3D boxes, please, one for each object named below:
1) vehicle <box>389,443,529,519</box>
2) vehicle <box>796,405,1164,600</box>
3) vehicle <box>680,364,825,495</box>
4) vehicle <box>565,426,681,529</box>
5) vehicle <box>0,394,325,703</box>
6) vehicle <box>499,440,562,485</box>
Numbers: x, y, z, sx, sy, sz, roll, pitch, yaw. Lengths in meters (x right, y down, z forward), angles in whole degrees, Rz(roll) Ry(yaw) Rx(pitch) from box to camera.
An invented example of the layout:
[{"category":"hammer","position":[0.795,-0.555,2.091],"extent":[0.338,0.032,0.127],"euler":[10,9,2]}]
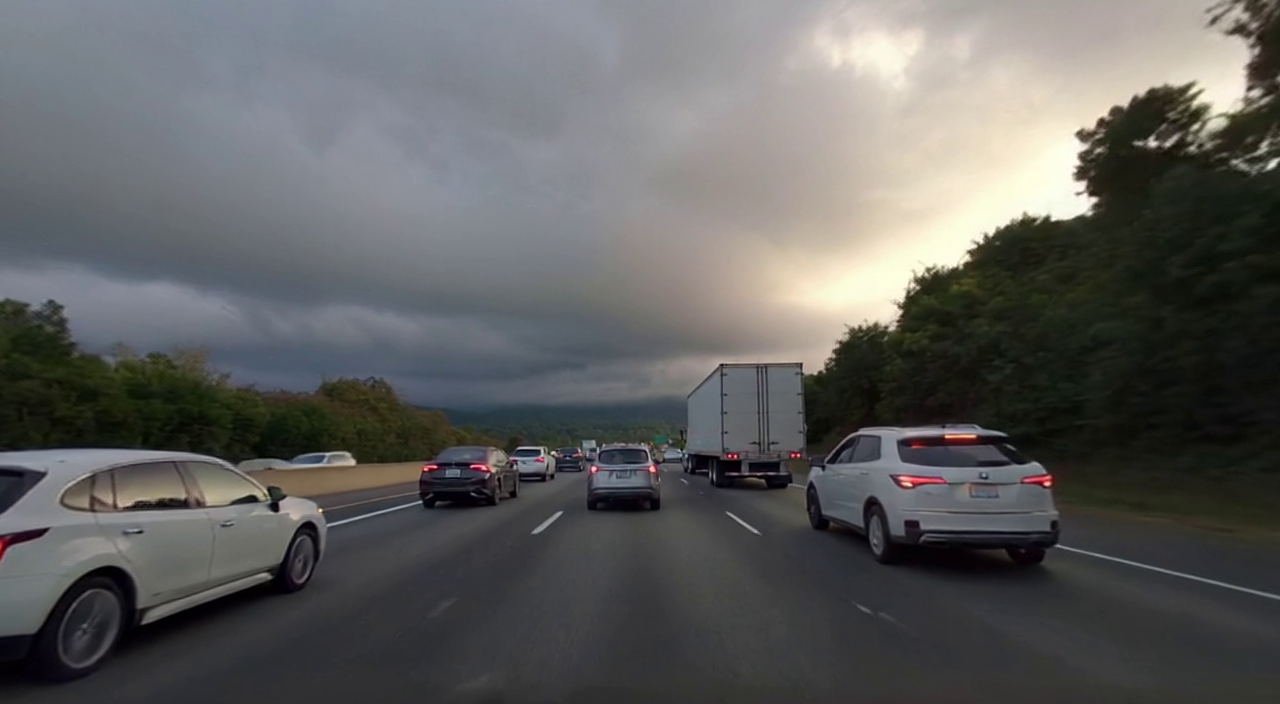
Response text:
[{"category":"vehicle","position":[-4.005,2.911,14.783],"extent":[1.923,1.503,4.293],"euler":[0,-9,1]},{"category":"vehicle","position":[3.665,1.728,8.109],"extent":[2.076,1.751,4.666],"euler":[0,-9,0]},{"category":"vehicle","position":[4.000,3.607,27.551],"extent":[3.186,4.111,15.553],"euler":[0,-9,-1]},{"category":"vehicle","position":[-0.309,2.558,13.345],"extent":[2.037,1.792,4.194],"euler":[0,-9,0]},{"category":"vehicle","position":[-4.283,1.259,4.728],"extent":[1.789,1.620,3.841],"euler":[0,-9,0]},{"category":"vehicle","position":[-4.648,4.743,27.231],"extent":[1.959,1.808,3.790],"euler":[0,-9,1]}]
